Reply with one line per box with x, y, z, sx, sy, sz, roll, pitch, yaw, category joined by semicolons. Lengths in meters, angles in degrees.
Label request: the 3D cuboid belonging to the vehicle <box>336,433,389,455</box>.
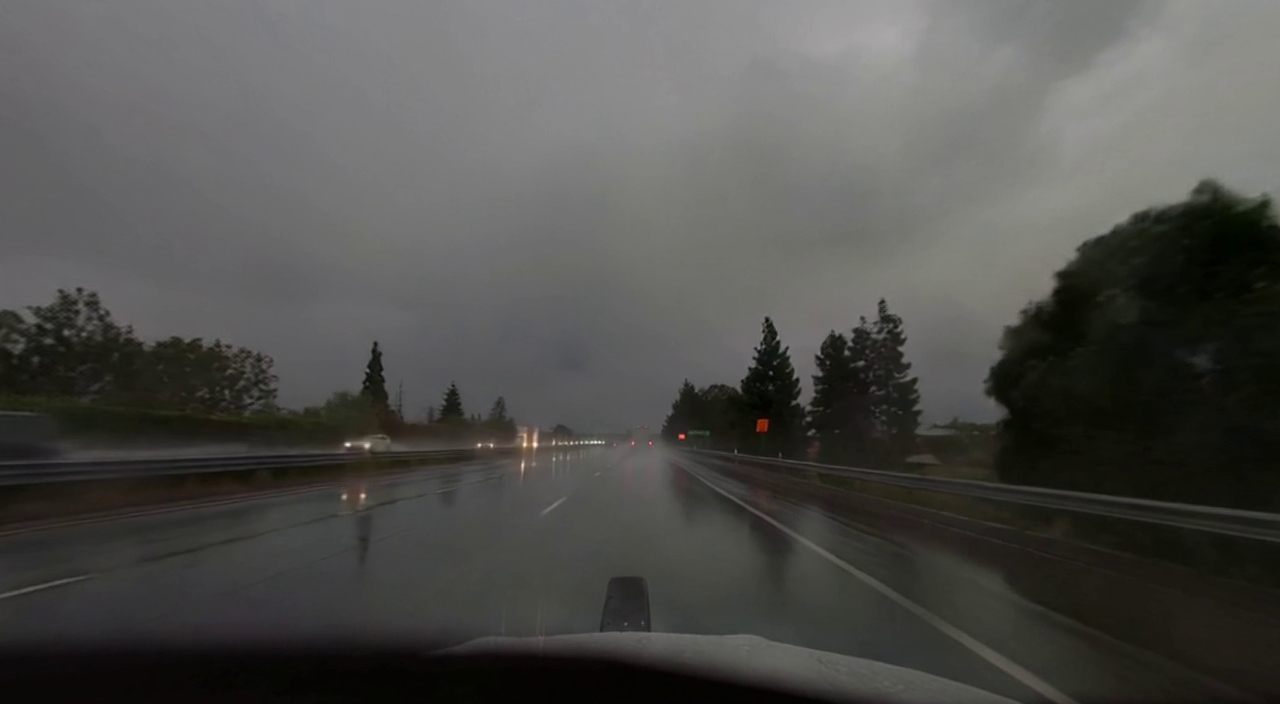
-19.970;6.630;45.451;1.843;1.517;4.270;0;-8;1;vehicle
